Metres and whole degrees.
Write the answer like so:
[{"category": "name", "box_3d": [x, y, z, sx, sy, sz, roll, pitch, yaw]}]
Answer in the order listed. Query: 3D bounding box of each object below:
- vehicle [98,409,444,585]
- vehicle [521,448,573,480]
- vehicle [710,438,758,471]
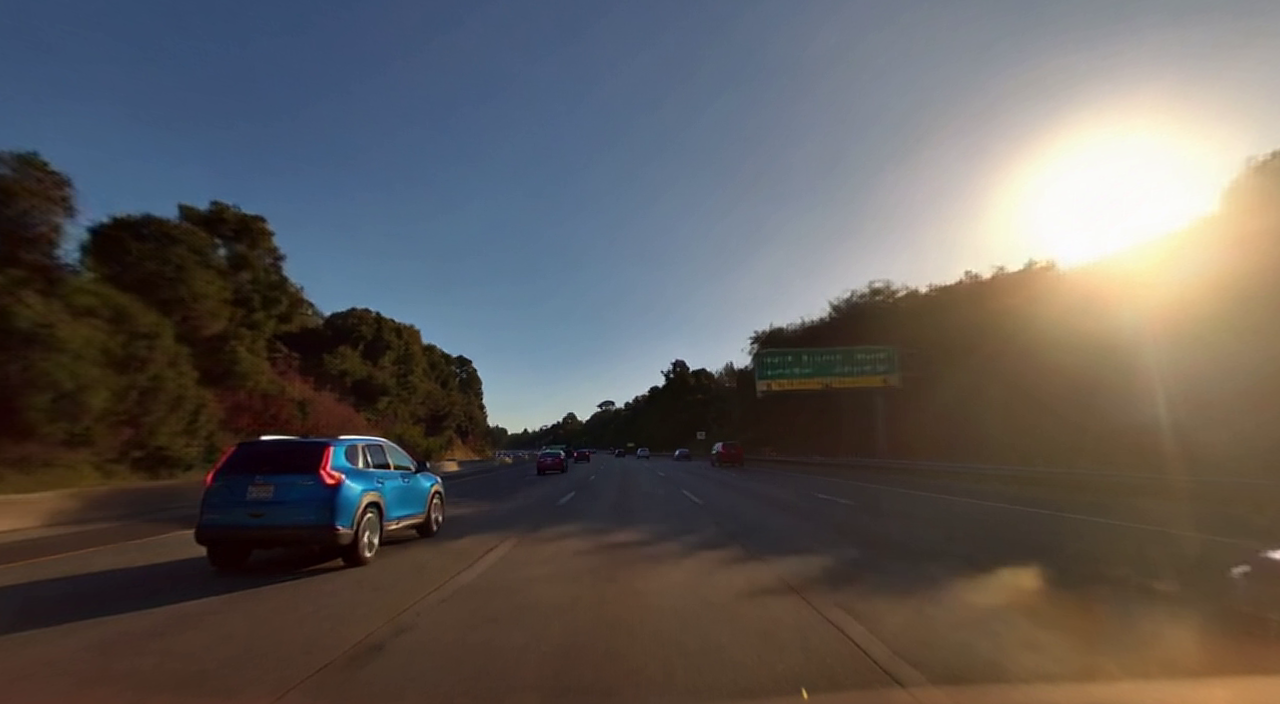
[{"category": "vehicle", "box_3d": [-4.389, 1.792, 8.540, 2.079, 1.745, 4.281, 0, -9, 0]}, {"category": "vehicle", "box_3d": [-4.539, 5.523, 31.352, 2.009, 1.488, 4.289, 0, -9, -1]}, {"category": "vehicle", "box_3d": [6.451, 7.126, 43.860, 2.378, 2.096, 5.119, 1, -9, -2]}]
